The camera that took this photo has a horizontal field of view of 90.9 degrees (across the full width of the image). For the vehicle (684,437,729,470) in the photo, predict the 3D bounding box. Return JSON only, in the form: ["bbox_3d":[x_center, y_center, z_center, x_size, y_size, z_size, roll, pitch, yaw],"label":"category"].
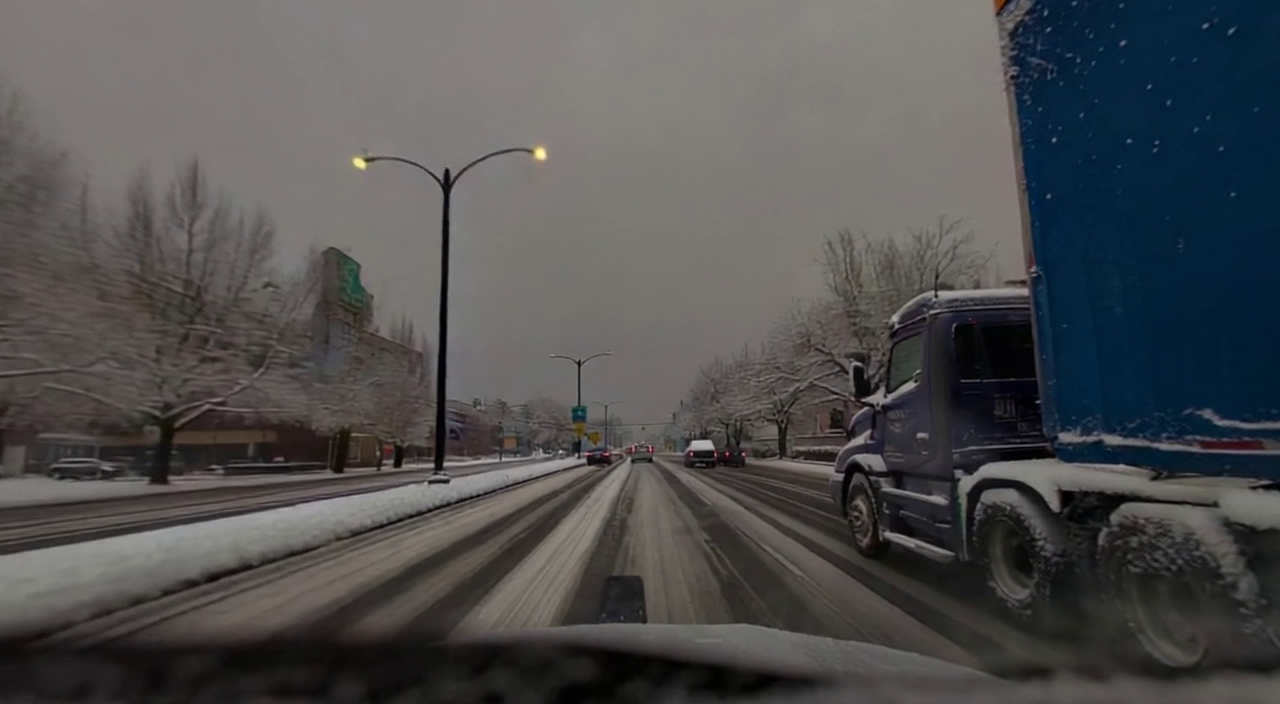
[{"bbox_3d":[4.017,6.230,38.804,2.196,1.908,4.412,0,-8,-1],"label":"vehicle"}]

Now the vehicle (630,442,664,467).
[{"bbox_3d":[0.506,7.231,44.597,2.276,1.704,3.925,0,-8,1],"label":"vehicle"}]

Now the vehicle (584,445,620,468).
[{"bbox_3d":[-2.652,7.478,45.408,2.211,1.537,4.666,0,-8,1],"label":"vehicle"}]

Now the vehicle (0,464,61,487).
[{"bbox_3d":[-42.832,8.494,43.526,1.897,1.429,3.741,-1,-8,3],"label":"vehicle"}]

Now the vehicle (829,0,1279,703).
[{"bbox_3d":[3.580,-0.207,2.889,3.006,3.679,8.506,-1,-8,2],"label":"vehicle"}]

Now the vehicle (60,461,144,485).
[{"bbox_3d":[-37.656,8.446,44.312,1.886,1.437,4.572,0,-8,0],"label":"vehicle"}]
